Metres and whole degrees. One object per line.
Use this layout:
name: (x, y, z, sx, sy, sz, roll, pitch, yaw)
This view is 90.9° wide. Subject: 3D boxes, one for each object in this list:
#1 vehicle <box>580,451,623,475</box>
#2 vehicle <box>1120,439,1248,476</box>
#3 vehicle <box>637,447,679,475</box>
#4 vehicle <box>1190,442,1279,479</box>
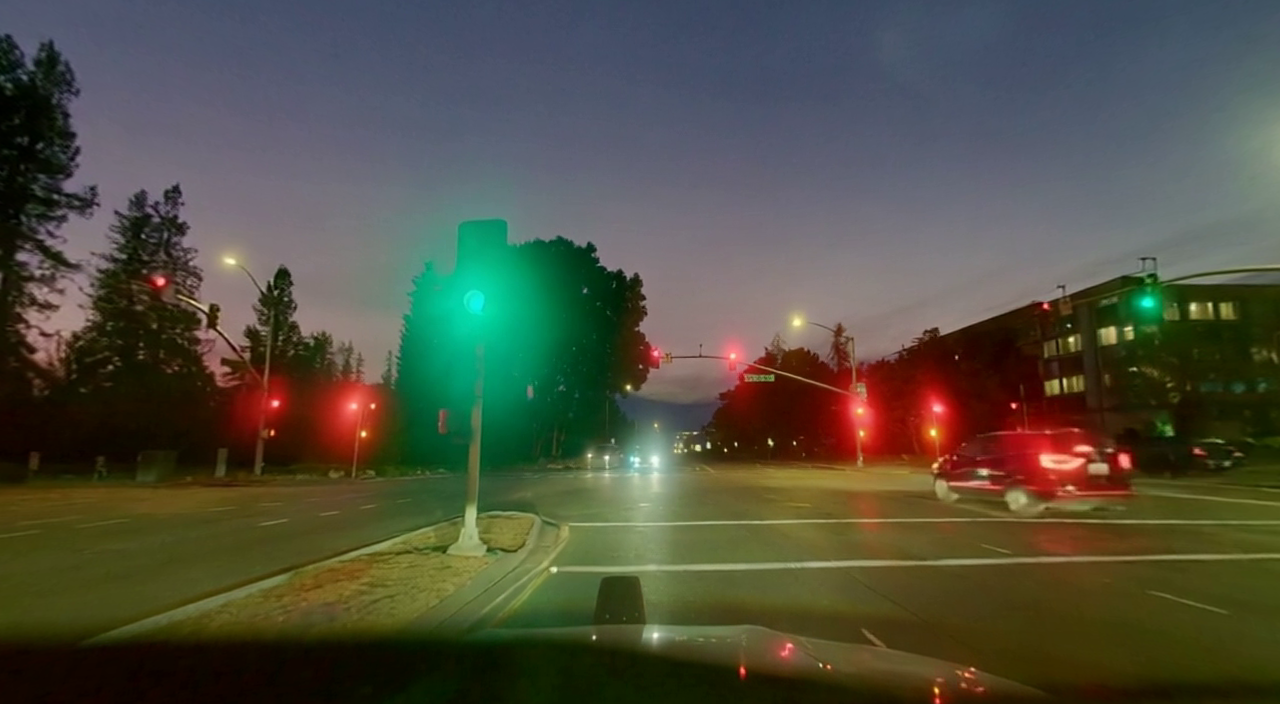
vehicle: (-2.579, 7.574, 43.295, 2.076, 1.476, 3.873, -2, -8, 11)
vehicle: (25.572, 4.942, 29.745, 4.441, 1.674, 2.035, 1, -8, -9)
vehicle: (1.253, 7.096, 41.366, 2.197, 1.739, 4.177, -2, -8, 10)
vehicle: (25.965, 4.484, 26.298, 4.644, 1.470, 1.922, 1, -8, -10)
